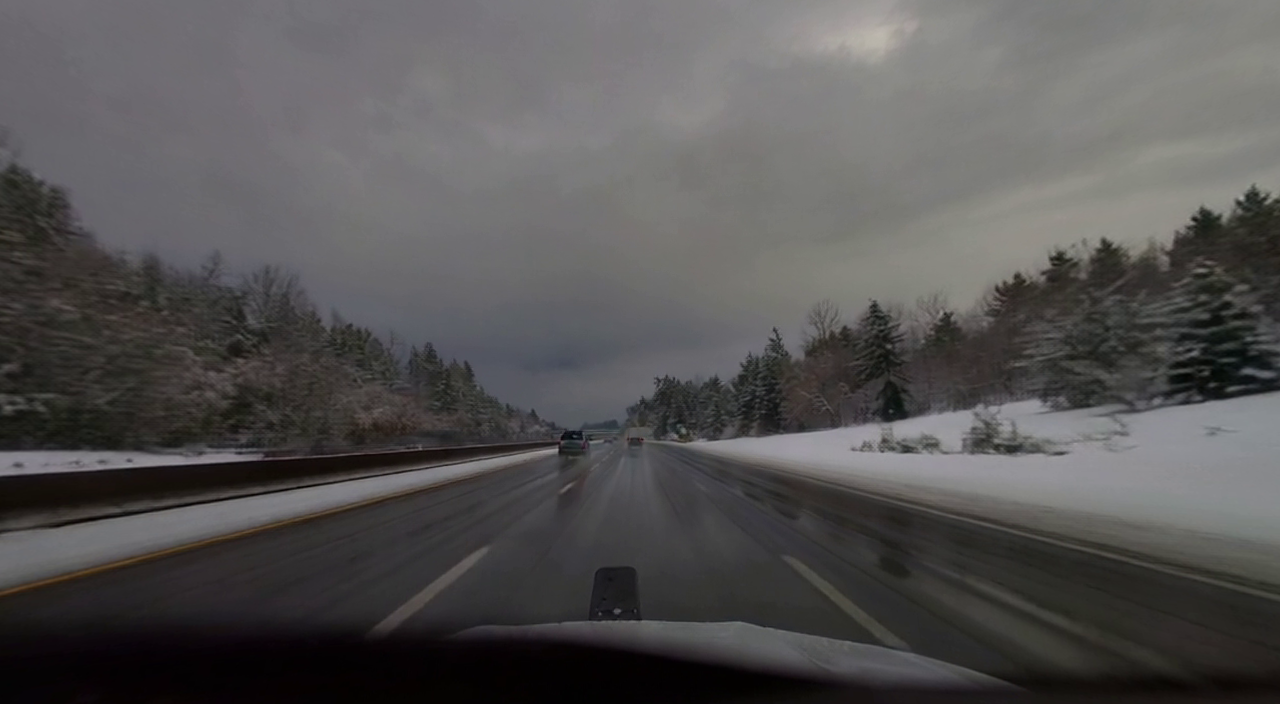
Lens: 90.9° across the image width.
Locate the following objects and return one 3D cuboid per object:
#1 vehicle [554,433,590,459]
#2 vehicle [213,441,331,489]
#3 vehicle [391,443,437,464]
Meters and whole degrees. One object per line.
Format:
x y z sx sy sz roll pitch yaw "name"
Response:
-4.522 6.330 42.660 2.003 1.626 4.256 0 -8 0 "vehicle"
-12.335 3.776 21.426 1.760 1.434 3.811 0 -8 -2 "vehicle"
-16.763 7.524 47.006 1.800 1.475 4.489 0 -8 0 "vehicle"
